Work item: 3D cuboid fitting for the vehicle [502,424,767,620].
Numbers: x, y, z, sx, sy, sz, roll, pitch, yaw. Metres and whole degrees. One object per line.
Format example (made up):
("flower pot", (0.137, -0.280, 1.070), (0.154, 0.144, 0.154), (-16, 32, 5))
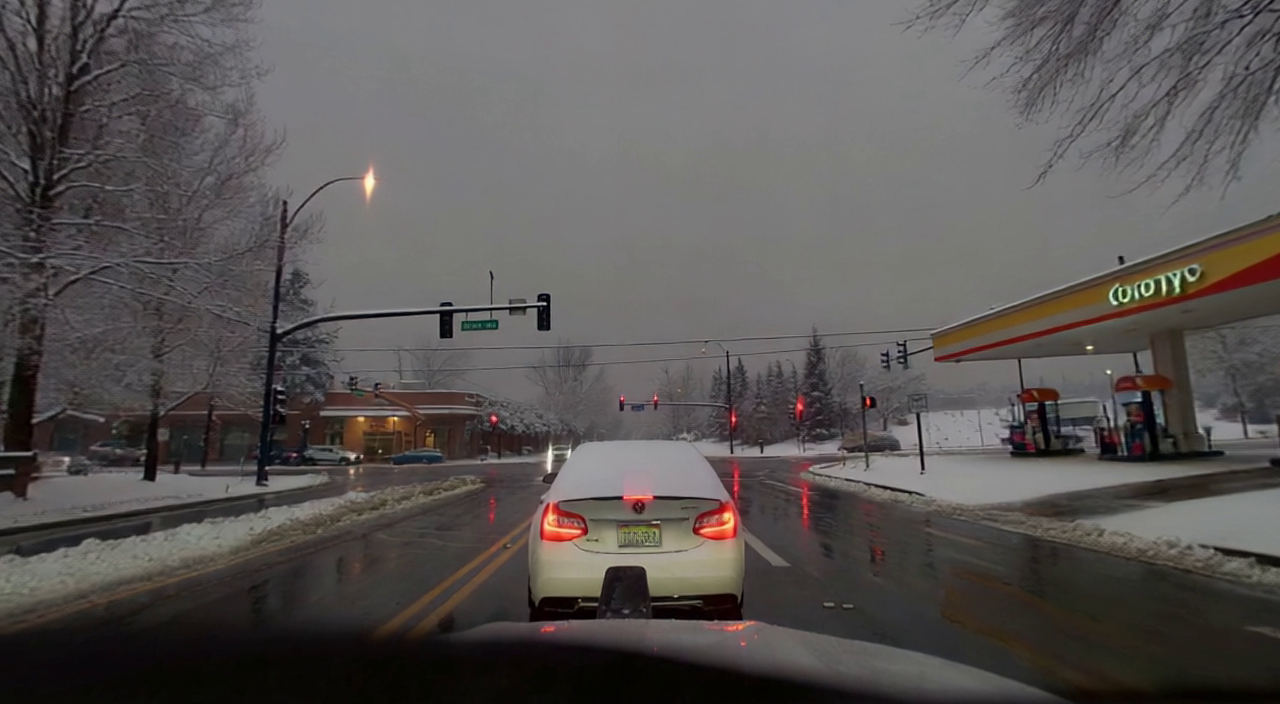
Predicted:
("vehicle", (-0.043, 1.598, 6.902), (2.010, 1.482, 4.057), (0, -8, 0))

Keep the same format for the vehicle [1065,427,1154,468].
("vehicle", (18.588, 3.755, 24.888), (4.091, 1.495, 2.053), (8, -12, -44))

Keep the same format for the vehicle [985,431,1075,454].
("vehicle", (26.591, 6.198, 43.085), (4.813, 1.455, 1.889), (-1, -8, 3))
